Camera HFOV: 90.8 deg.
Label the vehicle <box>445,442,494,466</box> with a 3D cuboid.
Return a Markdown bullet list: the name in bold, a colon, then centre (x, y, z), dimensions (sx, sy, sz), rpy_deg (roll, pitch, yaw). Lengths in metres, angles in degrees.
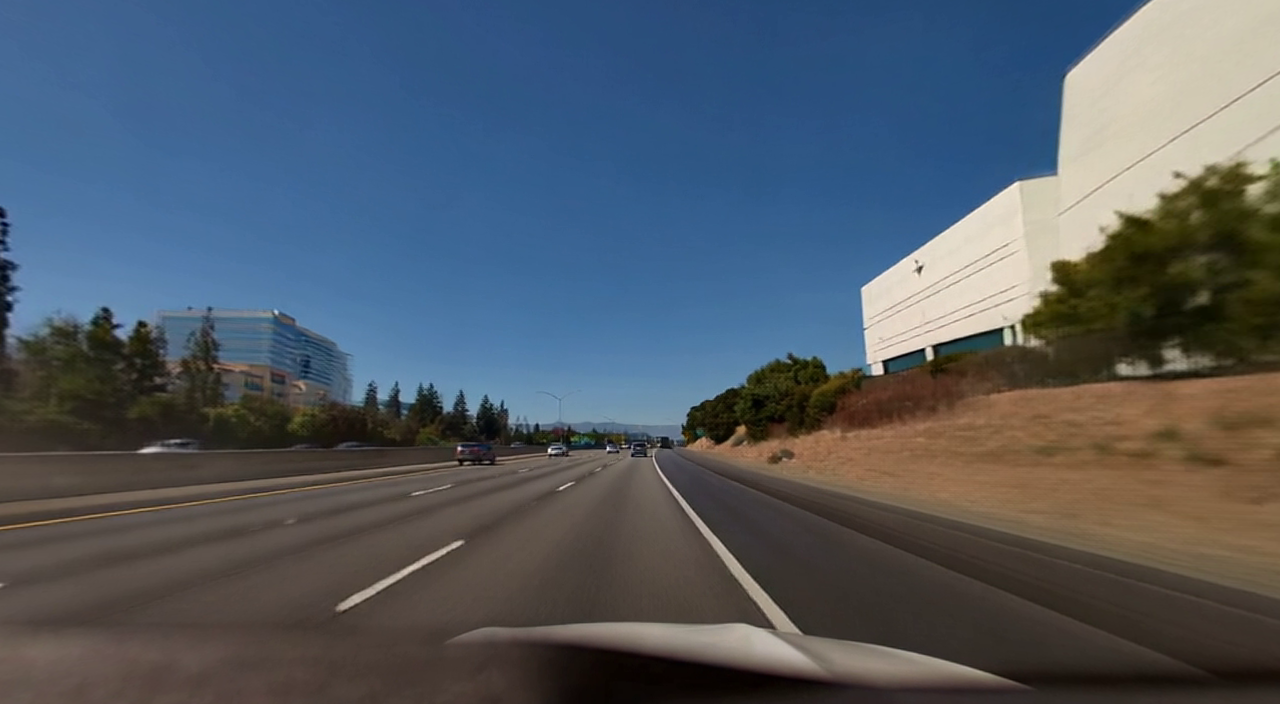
- **vehicle**: centre (-11.011, 6.632, 41.120), dimensions (1.914, 1.440, 4.467), rpy_deg (0, -8, 1)

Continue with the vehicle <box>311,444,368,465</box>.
- **vehicle**: centre (-22.306, 7.629, 47.128), dimensions (1.859, 1.473, 4.684), rpy_deg (0, -8, 2)

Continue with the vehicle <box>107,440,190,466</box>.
- **vehicle**: centre (-34.544, 7.079, 44.569), dimensions (1.985, 1.700, 4.619), rpy_deg (-1, -8, 2)
